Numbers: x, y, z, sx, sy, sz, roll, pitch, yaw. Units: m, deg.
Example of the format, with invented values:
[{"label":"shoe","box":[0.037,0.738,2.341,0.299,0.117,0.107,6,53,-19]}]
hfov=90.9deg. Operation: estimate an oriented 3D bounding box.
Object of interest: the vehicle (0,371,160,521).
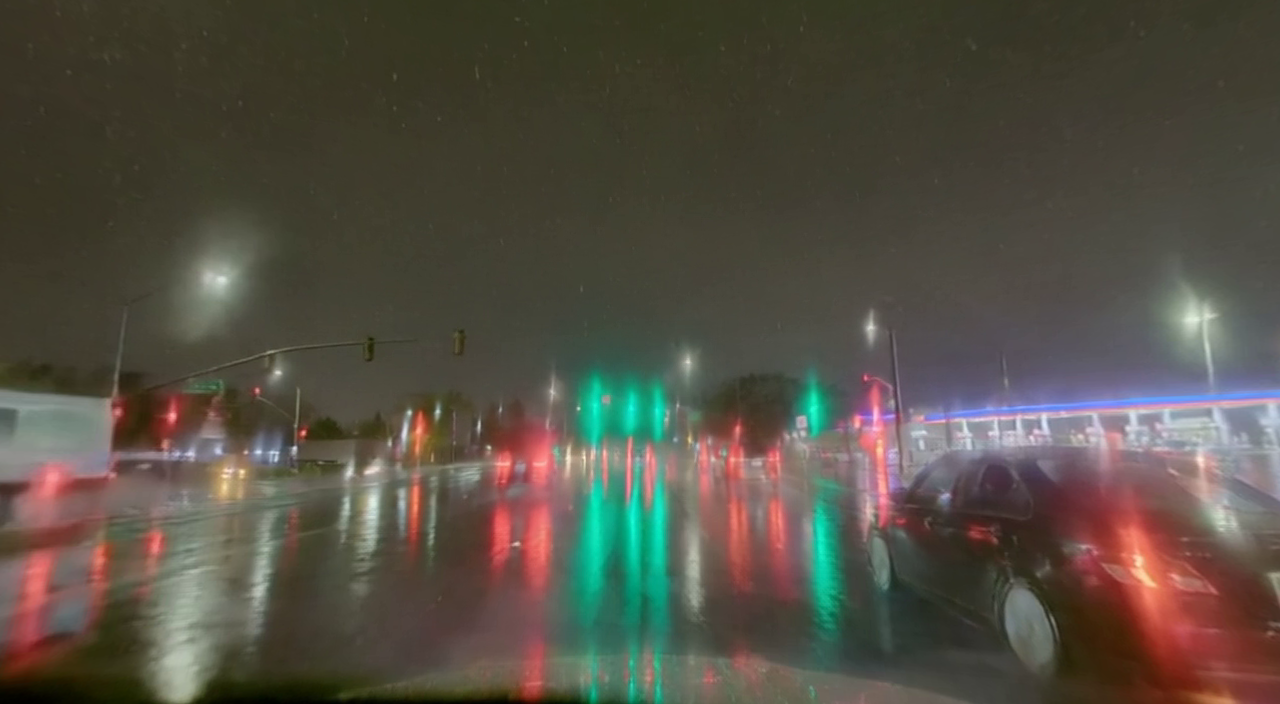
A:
[{"label":"vehicle","box":[-16.088,2.173,14.512,2.856,3.384,9.039,0,-9,0]}]

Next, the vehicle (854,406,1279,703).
[{"label":"vehicle","box":[3.542,1.327,4.978,2.038,1.499,4.868,0,-8,1]}]

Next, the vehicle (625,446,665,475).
[{"label":"vehicle","box":[0.285,5.955,34.907,2.104,1.477,4.591,0,-8,1]}]

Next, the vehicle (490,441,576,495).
[{"label":"vehicle","box":[-3.460,3.810,21.156,2.023,1.607,4.086,-1,-8,2]}]

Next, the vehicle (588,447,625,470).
[{"label":"vehicle","box":[-2.262,7.380,43.880,2.192,1.463,4.211,-1,-8,2]}]

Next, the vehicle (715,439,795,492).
[{"label":"vehicle","box":[3.989,4.010,22.599,2.022,1.683,4.171,0,-8,0]}]

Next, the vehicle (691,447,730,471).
[{"label":"vehicle","box":[4.701,7.198,42.692,2.174,1.462,4.400,0,-8,1]}]
